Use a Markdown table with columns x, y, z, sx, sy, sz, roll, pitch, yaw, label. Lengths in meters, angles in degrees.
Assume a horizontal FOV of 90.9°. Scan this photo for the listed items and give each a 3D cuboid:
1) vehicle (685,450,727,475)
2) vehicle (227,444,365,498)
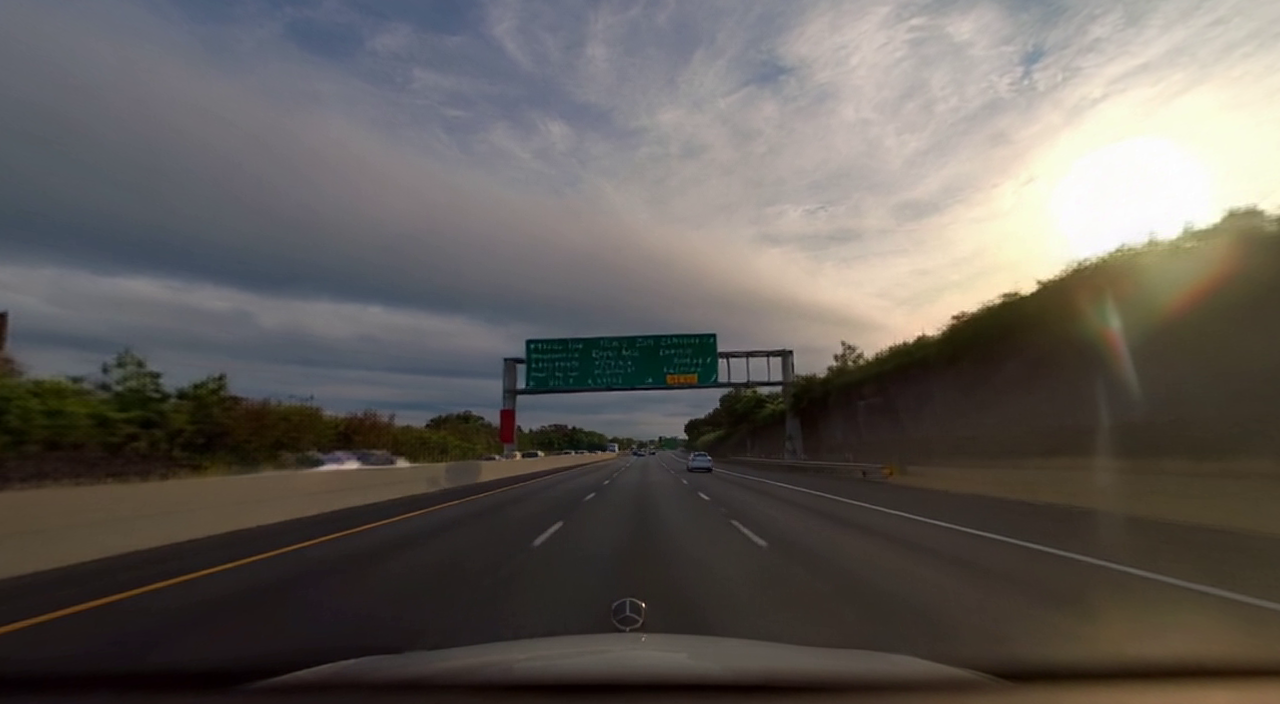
| x | y | z | sx | sy | sz | roll | pitch | yaw | label |
| --- | --- | --- | --- | --- | --- | --- | --- | --- | --- |
| 3.836 | 6.499 | 37.338 | 2.065 | 1.400 | 4.028 | 0 | -9 | 0 | vehicle |
| -10.626 | 3.678 | 19.902 | 1.883 | 1.512 | 4.306 | 0 | -9 | 0 | vehicle |
